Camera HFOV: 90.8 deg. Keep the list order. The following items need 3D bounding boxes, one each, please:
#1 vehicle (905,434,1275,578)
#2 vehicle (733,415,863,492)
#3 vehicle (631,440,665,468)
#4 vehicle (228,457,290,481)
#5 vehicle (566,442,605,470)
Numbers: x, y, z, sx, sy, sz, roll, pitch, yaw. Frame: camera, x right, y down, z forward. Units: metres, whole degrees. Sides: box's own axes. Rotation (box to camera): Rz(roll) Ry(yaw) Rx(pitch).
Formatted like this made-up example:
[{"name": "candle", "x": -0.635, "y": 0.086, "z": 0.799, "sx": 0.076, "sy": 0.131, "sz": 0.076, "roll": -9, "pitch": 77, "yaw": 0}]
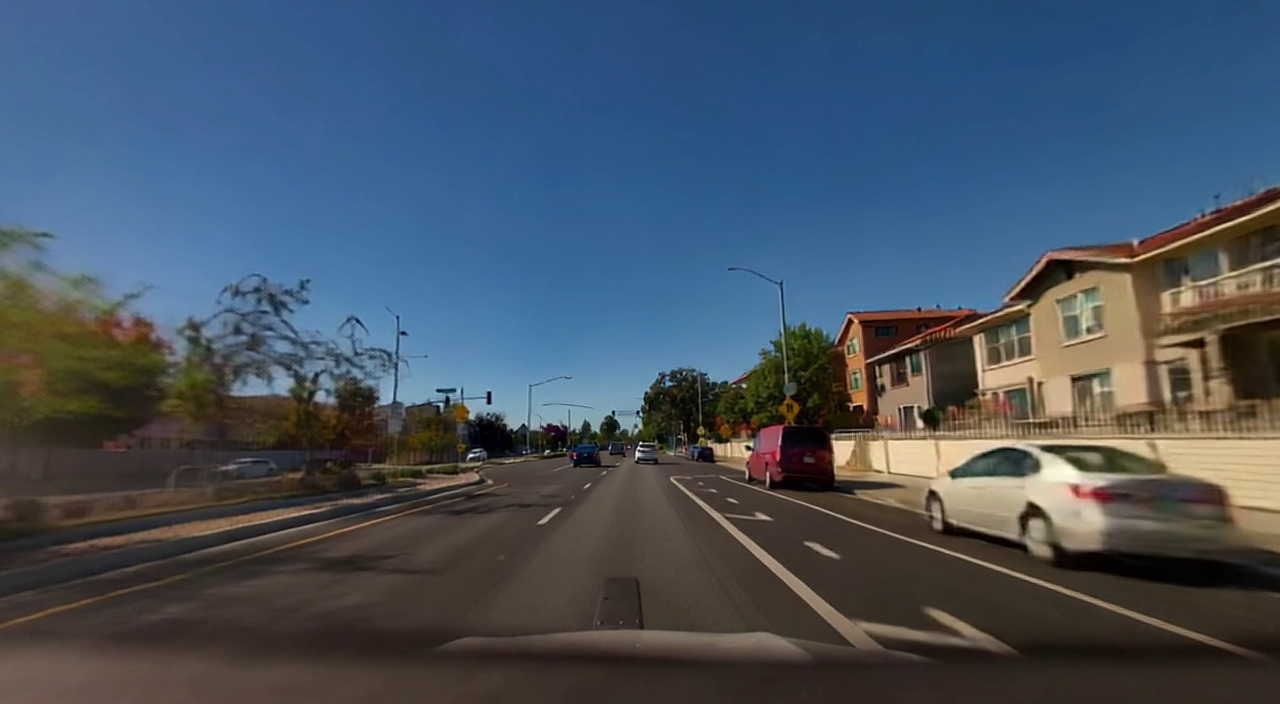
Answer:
[{"name": "vehicle", "x": 5.784, "y": 1.985, "z": 9.033, "sx": 1.910, "sy": 1.520, "sz": 4.375, "roll": 0, "pitch": -9, "yaw": -3}, {"name": "vehicle", "x": 5.452, "y": 3.728, "z": 23.481, "sx": 2.763, "sy": 2.329, "sz": 7.864, "roll": 0, "pitch": -9, "yaw": 0}, {"name": "vehicle", "x": 0.501, "y": 7.240, "z": 44.845, "sx": 2.273, "sy": 1.851, "sz": 5.075, "roll": 0, "pitch": -9, "yaw": -1}, {"name": "vehicle", "x": -25.958, "y": 7.983, "z": 43.199, "sx": 1.796, "sy": 1.511, "sz": 3.879, "roll": 0, "pitch": -9, "yaw": -1}, {"name": "vehicle", "x": -3.720, "y": 7.165, "z": 43.773, "sx": 2.233, "sy": 1.775, "sz": 4.491, "roll": 0, "pitch": -9, "yaw": 1}]
